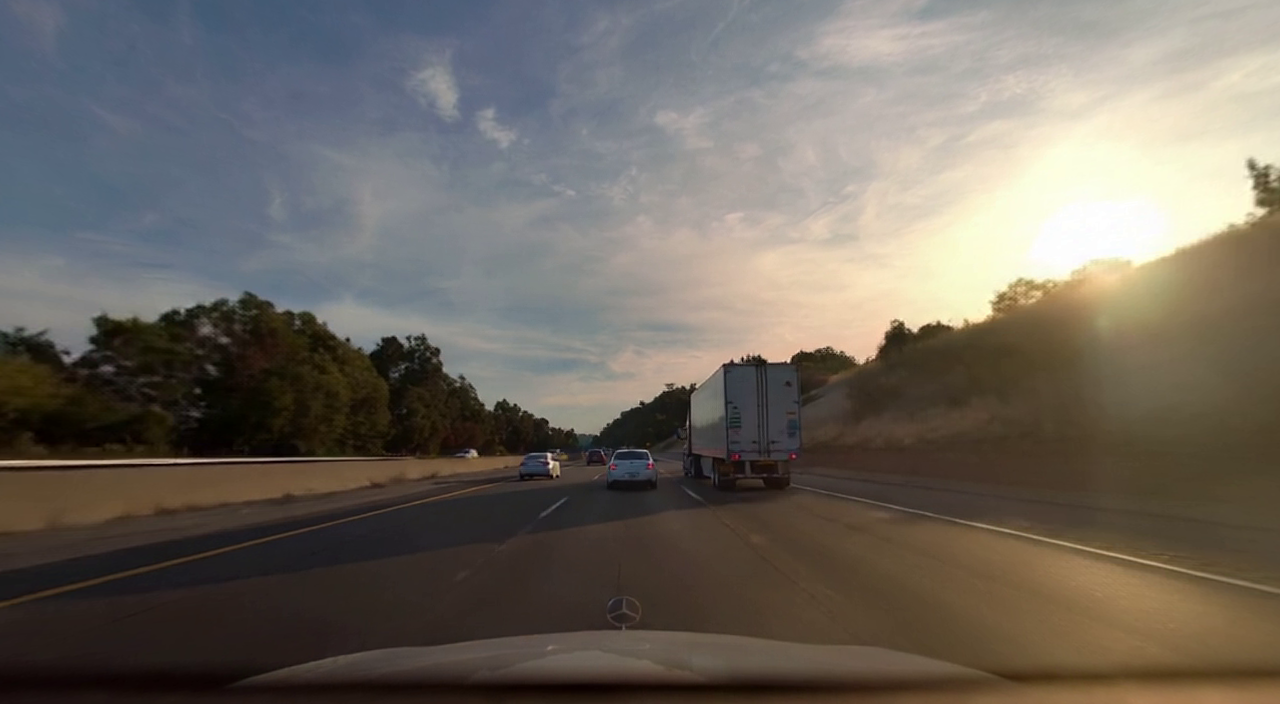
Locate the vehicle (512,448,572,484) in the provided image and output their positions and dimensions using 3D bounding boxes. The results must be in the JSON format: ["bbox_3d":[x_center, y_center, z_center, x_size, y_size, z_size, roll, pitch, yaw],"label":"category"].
[{"bbox_3d":[-4.310,5.105,28.529,2.017,1.460,4.382,0,-9,0],"label":"vehicle"}]

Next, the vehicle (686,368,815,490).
[{"bbox_3d":[4.248,3.683,28.445,2.905,4.109,14.332,0,-9,-1],"label":"vehicle"}]

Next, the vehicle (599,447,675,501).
[{"bbox_3d":[-0.098,3.590,18.917,2.023,1.400,4.028,0,-9,-1],"label":"vehicle"}]
